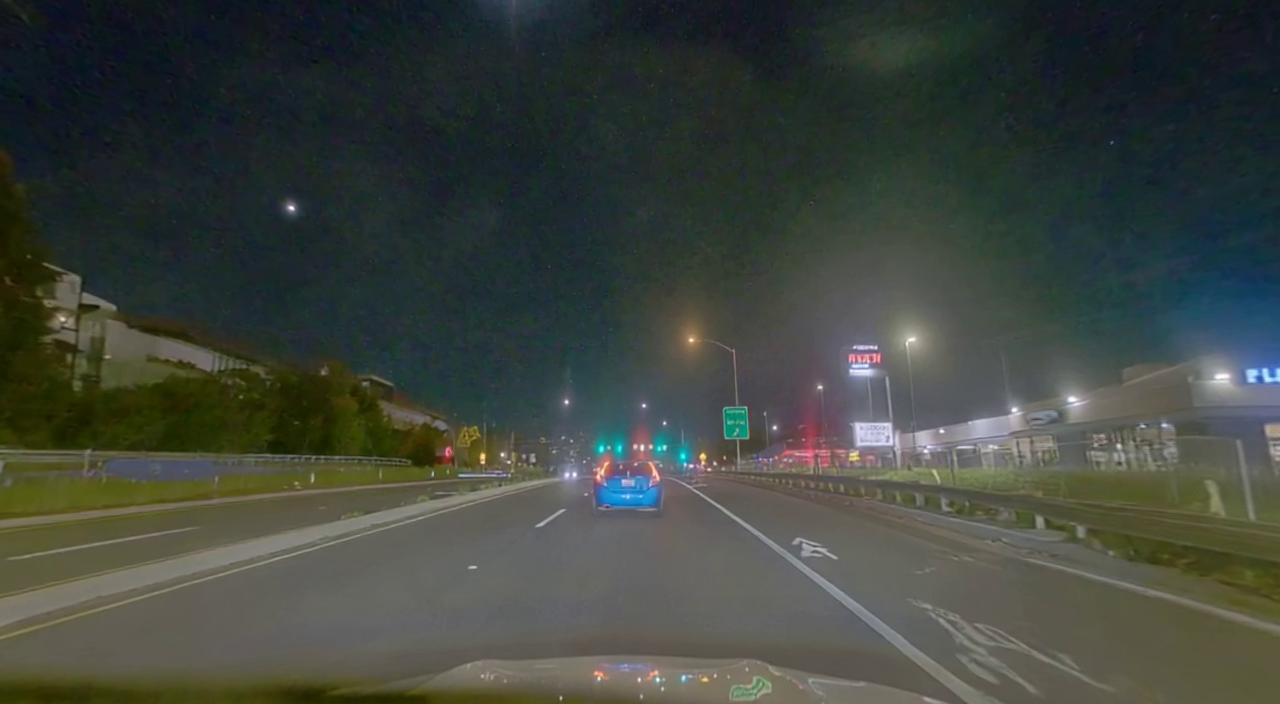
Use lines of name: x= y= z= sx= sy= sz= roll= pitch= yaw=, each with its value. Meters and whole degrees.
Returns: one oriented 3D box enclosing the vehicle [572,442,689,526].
vehicle: x=-0.176 y=2.640 z=13.137 sx=2.063 sy=1.442 sz=3.933 roll=0 pitch=-9 yaw=0
